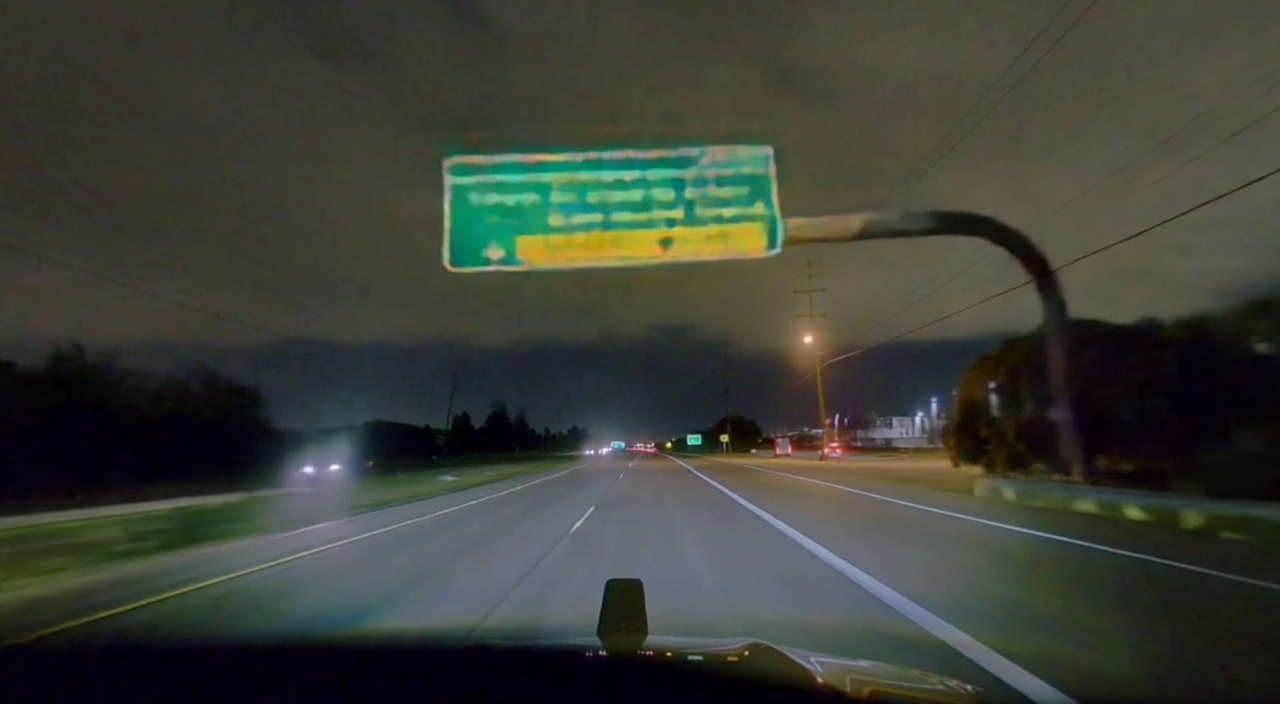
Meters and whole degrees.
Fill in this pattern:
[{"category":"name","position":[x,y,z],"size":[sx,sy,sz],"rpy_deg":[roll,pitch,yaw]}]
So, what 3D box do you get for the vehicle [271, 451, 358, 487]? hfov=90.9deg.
[{"category":"vehicle","position":[-16.496,5.913,32.244],"size":[1.898,1.651,4.510],"rpy_deg":[-1,-8,2]}]
